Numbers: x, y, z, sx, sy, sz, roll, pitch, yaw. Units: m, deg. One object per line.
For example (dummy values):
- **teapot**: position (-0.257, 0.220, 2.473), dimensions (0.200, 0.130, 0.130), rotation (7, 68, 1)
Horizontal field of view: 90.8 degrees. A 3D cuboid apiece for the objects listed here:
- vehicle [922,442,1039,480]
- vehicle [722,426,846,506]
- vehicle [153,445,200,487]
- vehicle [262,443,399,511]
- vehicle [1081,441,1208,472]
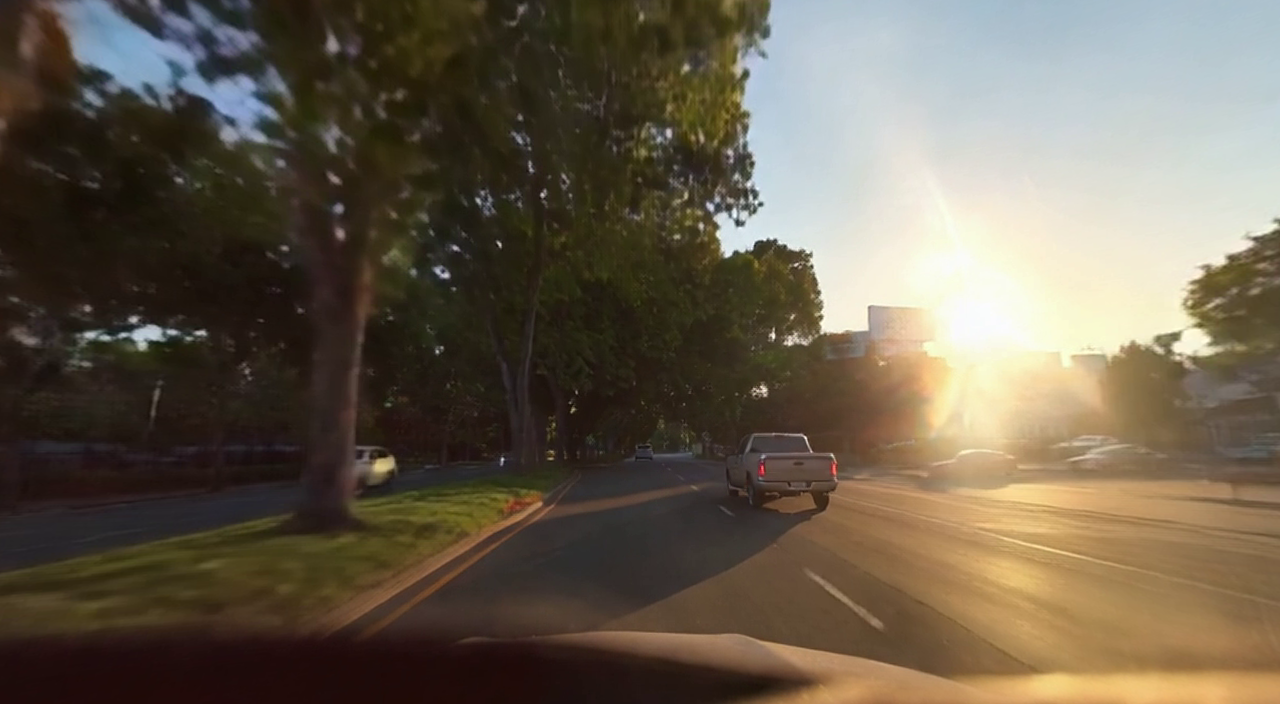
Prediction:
- **vehicle**: position (16.604, 5.320, 30.956), dimensions (4.554, 1.566, 1.925), rotation (-3, -8, -1)
- **vehicle**: position (3.708, 3.035, 17.378), dimensions (2.138, 1.836, 5.245), rotation (0, -8, 0)
- **vehicle**: position (-30.113, 7.383, 41.088), dimensions (1.541, 2.550, 1.957), rotation (-3, -8, 0)
- **vehicle**: position (-8.671, 3.476, 18.163), dimensions (1.834, 1.695, 4.129), rotation (0, -8, -1)
- **vehicle**: position (24.845, 5.157, 31.228), dimensions (4.648, 1.444, 1.912), rotation (0, -8, -1)
